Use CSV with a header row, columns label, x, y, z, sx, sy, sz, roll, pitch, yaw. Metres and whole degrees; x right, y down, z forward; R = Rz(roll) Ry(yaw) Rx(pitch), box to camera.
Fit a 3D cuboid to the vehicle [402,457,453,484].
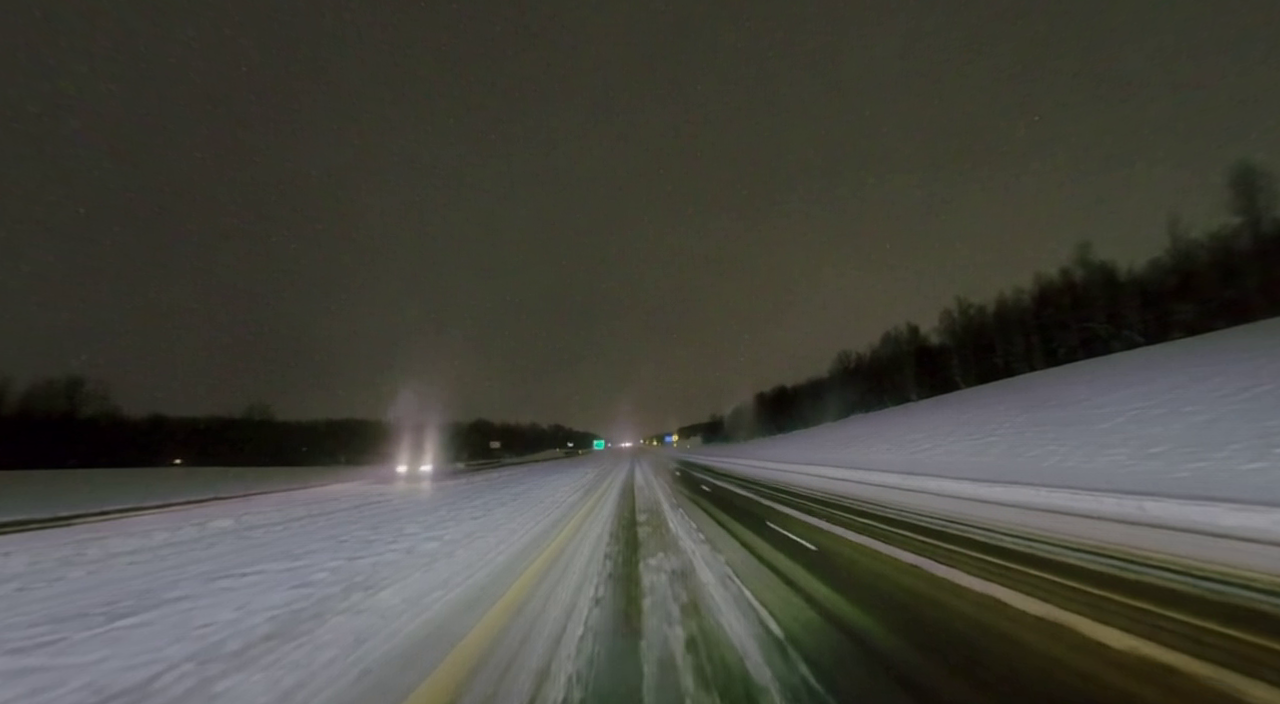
label,x,y,z,sx,sy,sz,roll,pitch,yaw
vehicle,-13.315,7.415,39.435,1.829,1.480,4.160,-3,-9,-1
